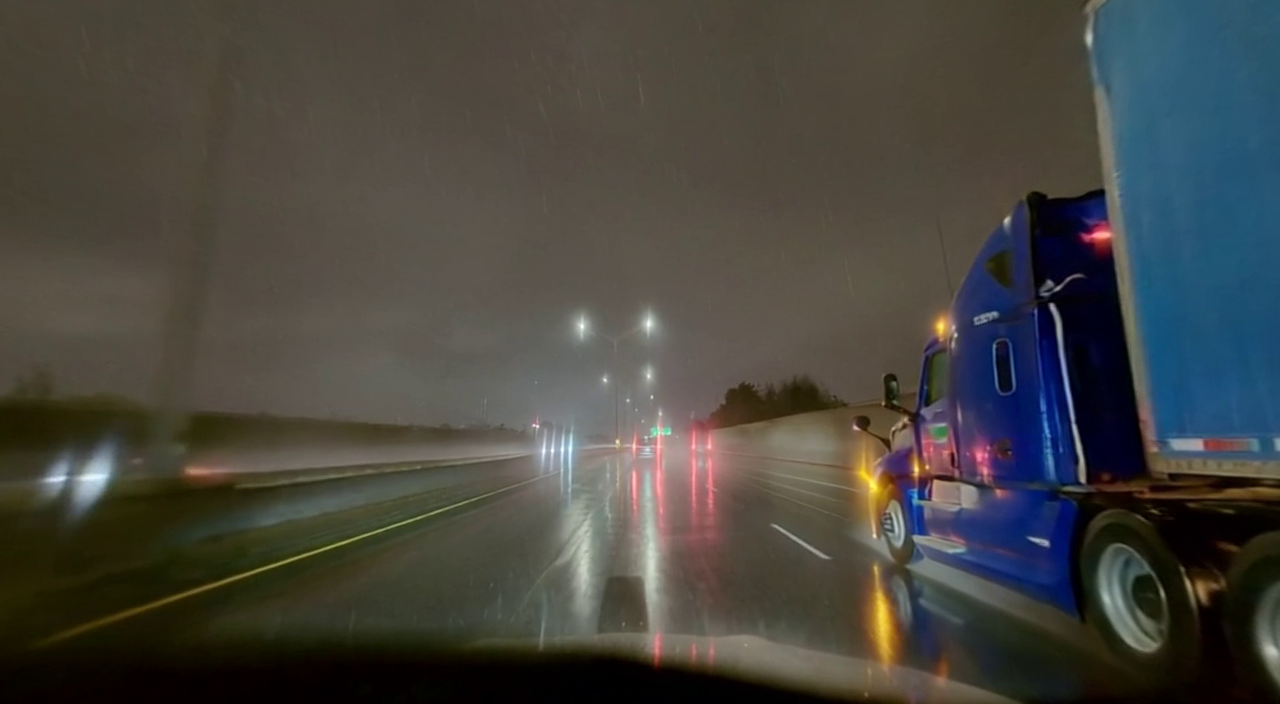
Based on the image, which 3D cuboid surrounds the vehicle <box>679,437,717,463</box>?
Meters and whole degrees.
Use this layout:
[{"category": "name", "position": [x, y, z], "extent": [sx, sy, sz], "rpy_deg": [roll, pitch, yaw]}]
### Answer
[{"category": "vehicle", "position": [4.213, 7.272, 46.789], "extent": [2.215, 1.798, 4.776], "rpy_deg": [0, -8, -1]}]

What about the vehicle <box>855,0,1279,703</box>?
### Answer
[{"category": "vehicle", "position": [4.303, -0.015, 3.768], "extent": [3.030, 3.985, 8.655], "rpy_deg": [-1, -8, 1]}]

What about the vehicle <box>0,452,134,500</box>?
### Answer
[{"category": "vehicle", "position": [-20.934, 4.328, 22.418], "extent": [1.899, 1.469, 4.605], "rpy_deg": [-1, -8, 3]}]

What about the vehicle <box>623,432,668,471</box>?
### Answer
[{"category": "vehicle", "position": [0.267, 5.221, 33.169], "extent": [2.205, 1.860, 4.301], "rpy_deg": [0, -8, -1]}]
